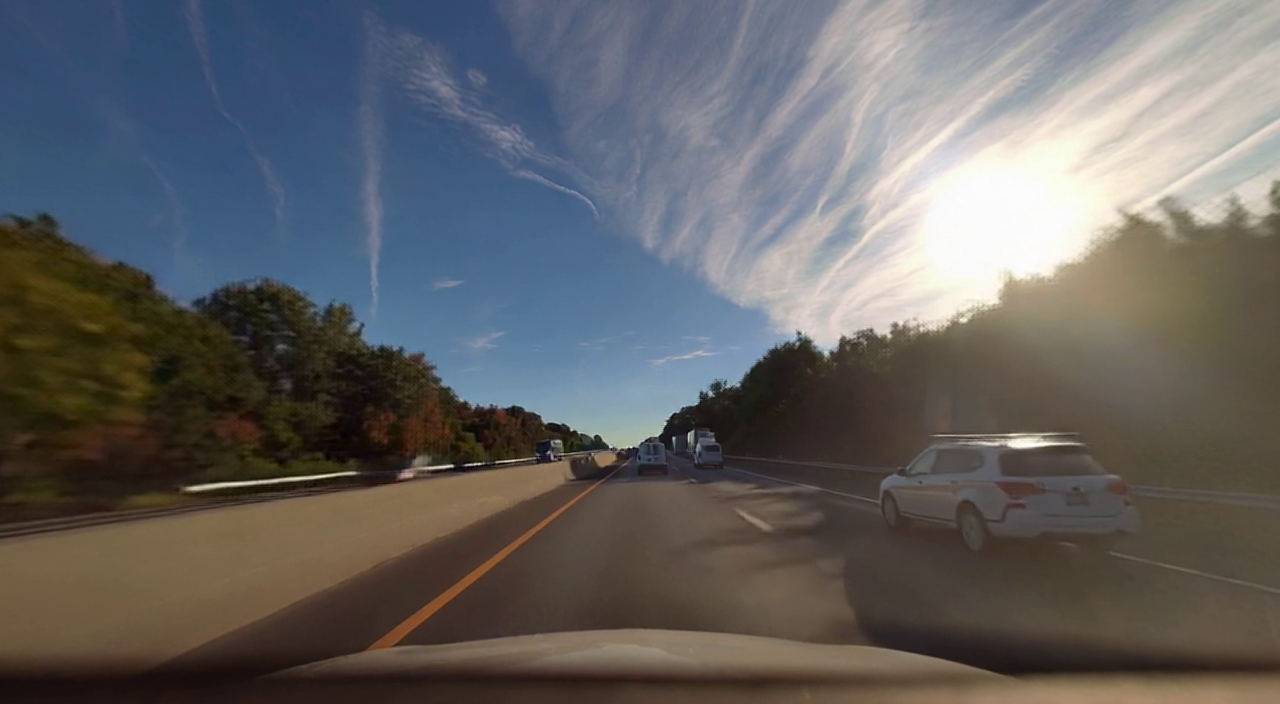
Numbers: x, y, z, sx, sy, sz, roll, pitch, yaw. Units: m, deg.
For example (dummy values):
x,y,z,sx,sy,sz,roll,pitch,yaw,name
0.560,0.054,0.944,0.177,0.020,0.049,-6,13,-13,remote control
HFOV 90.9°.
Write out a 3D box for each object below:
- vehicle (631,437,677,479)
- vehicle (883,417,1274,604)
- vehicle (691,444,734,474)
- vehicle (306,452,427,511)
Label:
x,y,z,sx,sy,sz,roll,pitch,yaw,name
0.664,5.285,31.627,2.143,1.925,4.101,0,-9,0,vehicle
4.399,1.611,7.149,1.868,1.566,3.509,0,-9,0,vehicle
4.272,6.338,37.652,1.961,1.689,3.971,0,-9,-1,vehicle
-8.260,3.916,19.484,1.920,1.570,3.956,0,-9,0,vehicle
